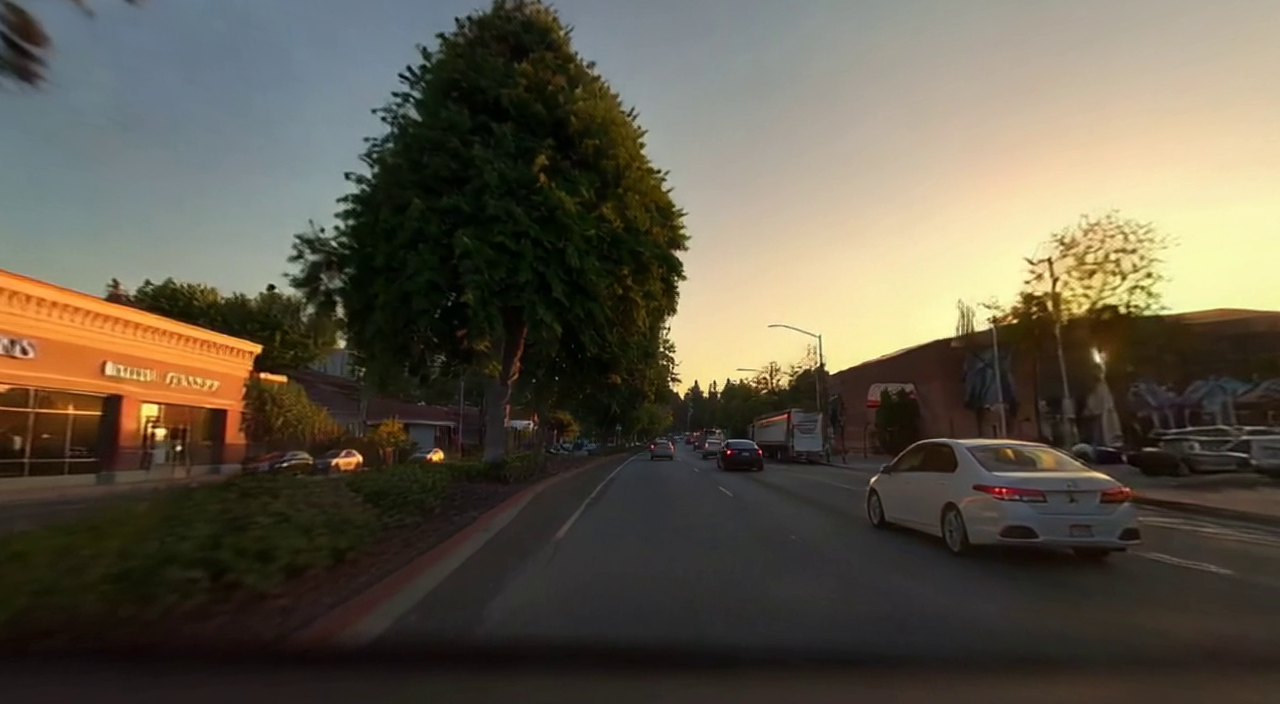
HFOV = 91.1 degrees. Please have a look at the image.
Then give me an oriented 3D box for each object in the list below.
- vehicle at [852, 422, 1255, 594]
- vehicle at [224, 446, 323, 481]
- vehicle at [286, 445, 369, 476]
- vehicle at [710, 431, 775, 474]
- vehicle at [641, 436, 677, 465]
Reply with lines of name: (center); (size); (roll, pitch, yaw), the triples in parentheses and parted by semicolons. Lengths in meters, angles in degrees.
vehicle: (4.332, 1.676, 7.710); (1.908, 1.463, 4.506); (0, -8, 1)
vehicle: (-18.376, 5.579, 31.812); (1.947, 1.580, 4.857); (0, -8, 2)
vehicle: (-18.223, 6.330, 36.936); (2.311, 1.615, 4.868); (0, -8, 1)
vehicle: (4.357, 4.348, 27.289); (2.115, 1.692, 4.189); (0, -8, 0)
vehicle: (1.156, 6.047, 38.753); (2.098, 1.682, 3.778); (0, -8, 1)
